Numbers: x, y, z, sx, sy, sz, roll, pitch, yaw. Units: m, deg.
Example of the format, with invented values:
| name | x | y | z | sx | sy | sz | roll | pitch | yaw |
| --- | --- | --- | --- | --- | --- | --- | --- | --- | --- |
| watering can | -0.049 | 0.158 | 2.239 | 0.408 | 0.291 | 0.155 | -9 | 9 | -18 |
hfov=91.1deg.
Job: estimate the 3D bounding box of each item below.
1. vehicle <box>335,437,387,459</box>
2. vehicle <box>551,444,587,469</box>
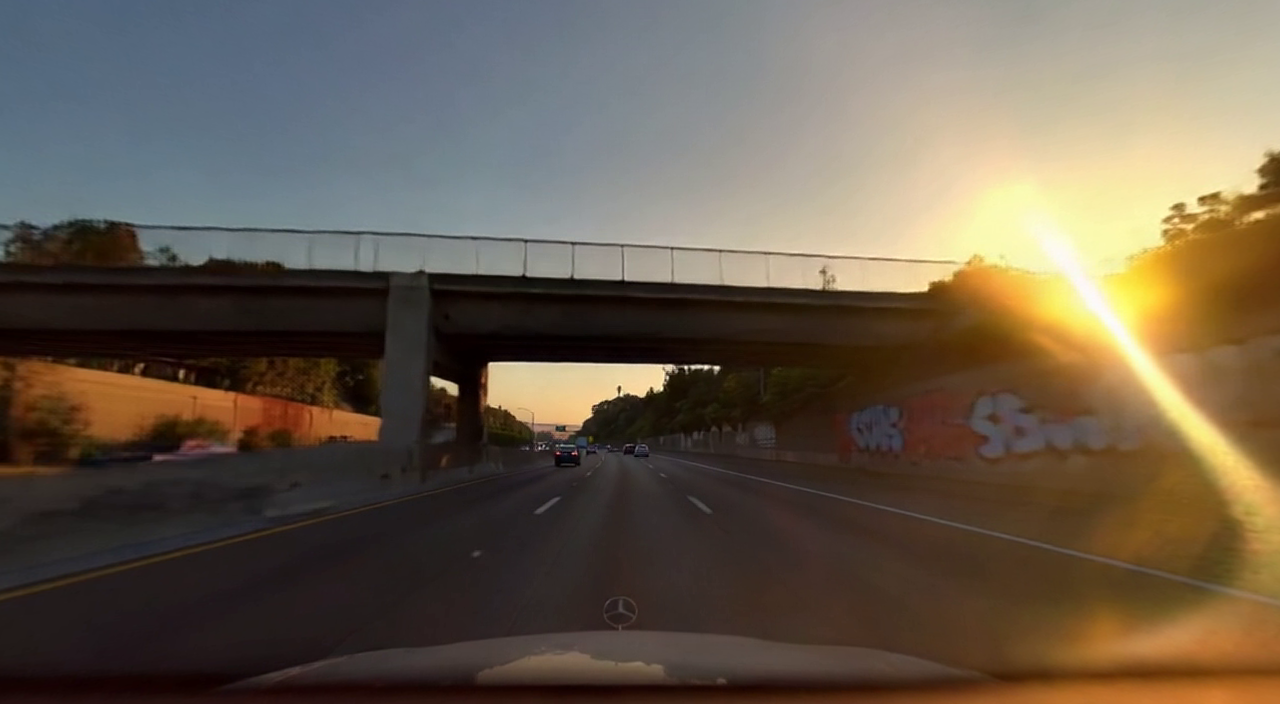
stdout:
| name | x | y | z | sx | sy | sz | roll | pitch | yaw |
| --- | --- | --- | --- | --- | --- | --- | --- | --- | --- |
| vehicle | -20.952 | 7.229 | 47.398 | 1.973 | 1.585 | 4.484 | 0 | -9 | -2 |
| vehicle | -4.341 | 6.478 | 39.040 | 1.871 | 1.459 | 3.771 | 0 | -9 | -1 |
